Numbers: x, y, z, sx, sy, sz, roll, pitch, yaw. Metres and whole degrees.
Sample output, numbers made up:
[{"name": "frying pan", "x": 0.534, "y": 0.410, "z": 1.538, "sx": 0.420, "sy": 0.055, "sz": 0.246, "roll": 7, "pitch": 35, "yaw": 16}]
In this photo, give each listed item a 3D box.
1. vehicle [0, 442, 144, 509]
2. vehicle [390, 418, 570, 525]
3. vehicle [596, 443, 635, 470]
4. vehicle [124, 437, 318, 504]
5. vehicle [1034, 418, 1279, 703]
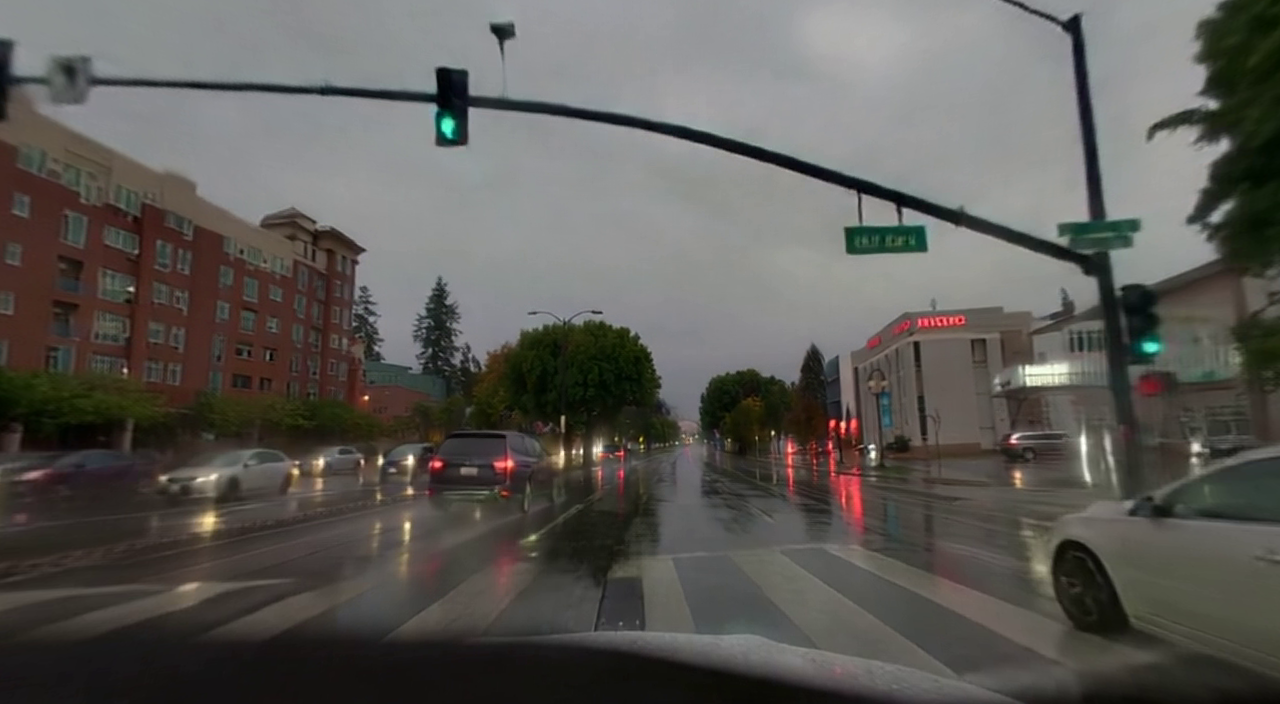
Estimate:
[{"name": "vehicle", "x": -15.090, "y": 2.955, "z": 15.419, "sx": 2.079, "sy": 1.464, "sz": 4.574, "roll": -1, "pitch": -9, "yaw": 3}, {"name": "vehicle", "x": -3.058, "y": 2.445, "z": 13.477, "sx": 2.305, "sy": 1.833, "sz": 4.912, "roll": -1, "pitch": -9, "yaw": 3}, {"name": "vehicle", "x": -1.502, "y": 6.620, "z": 40.257, "sx": 1.976, "sy": 1.571, "sz": 4.649, "roll": -1, "pitch": -9, "yaw": 4}, {"name": "vehicle", "x": -11.664, "y": 3.312, "z": 18.126, "sx": 2.150, "sy": 1.627, "sz": 4.737, "roll": -1, "pitch": -8, "yaw": 3}, {"name": "vehicle", "x": 4.083, "y": 1.013, "z": 2.743, "sx": 1.960, "sy": 1.471, "sz": 4.378, "roll": 0, "pitch": -8, "yaw": 1}]
